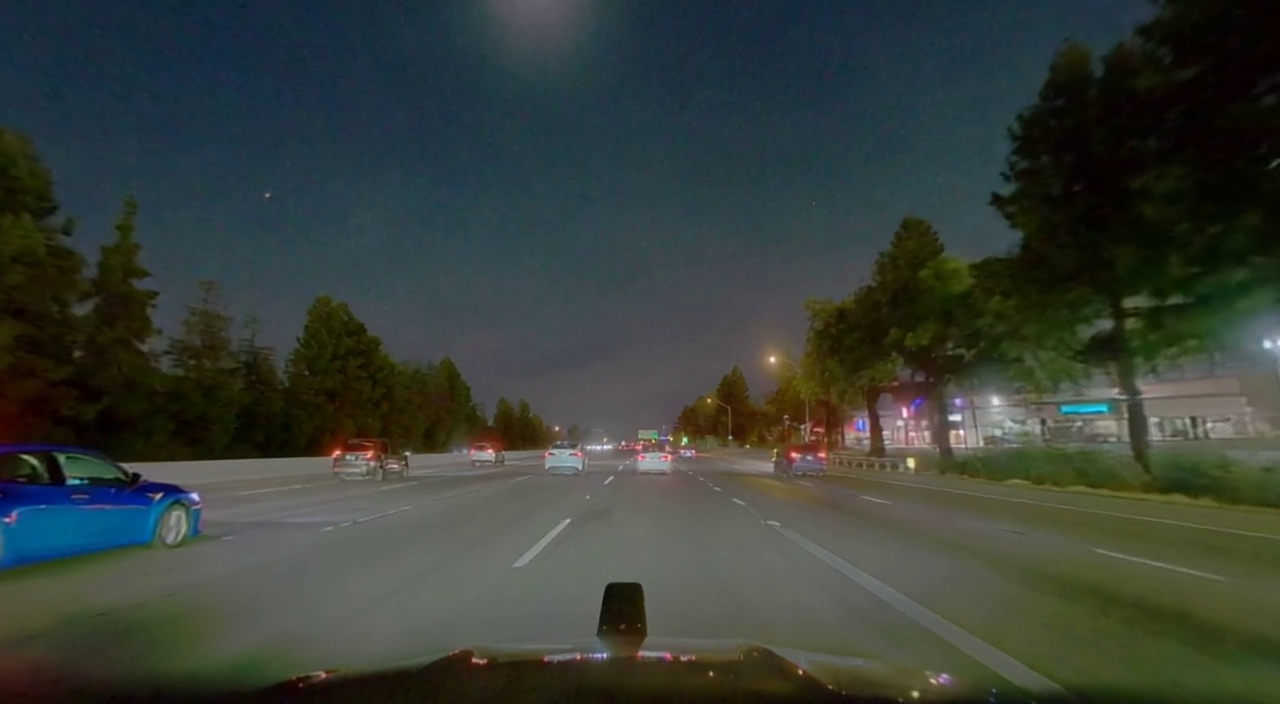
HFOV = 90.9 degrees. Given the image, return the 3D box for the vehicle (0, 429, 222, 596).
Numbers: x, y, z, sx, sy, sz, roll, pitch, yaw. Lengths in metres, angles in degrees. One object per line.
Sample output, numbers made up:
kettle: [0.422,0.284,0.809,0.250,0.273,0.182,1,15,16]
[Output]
vehicle: [-6.745,1.513,6.154,2.116,1.473,4.644,0,-8,0]

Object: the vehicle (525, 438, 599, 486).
vehicle: [-2.782,4.056,23.625,2.102,1.624,4.257,-1,-8,2]

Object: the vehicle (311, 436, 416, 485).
vehicle: [-10.388,4.092,24.101,1.947,1.683,4.331,-1,-8,1]

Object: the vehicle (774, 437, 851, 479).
vehicle: [7.755,4.788,28.794,2.071,1.754,4.484,0,-8,-2]

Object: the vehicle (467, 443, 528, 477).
vehicle: [-6.681,5.090,29.947,1.886,1.455,4.148,-1,-8,1]

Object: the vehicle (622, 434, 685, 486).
vehicle: [0.474,3.947,23.382,2.114,1.715,4.136,-1,-8,1]
